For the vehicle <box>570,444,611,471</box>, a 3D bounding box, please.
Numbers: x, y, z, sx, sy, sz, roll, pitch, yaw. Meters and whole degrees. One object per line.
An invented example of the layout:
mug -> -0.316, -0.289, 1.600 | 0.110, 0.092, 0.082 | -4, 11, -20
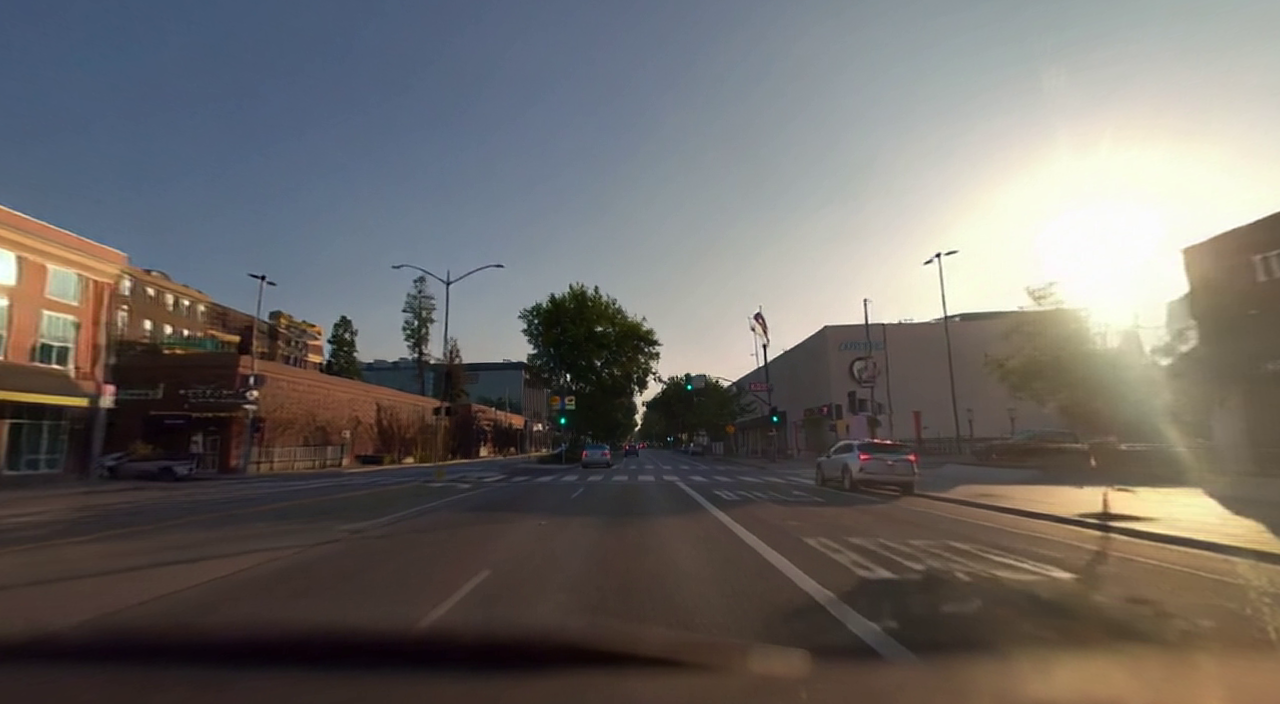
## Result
vehicle -> -2.851, 6.217, 37.246 | 2.078, 1.471, 4.217 | 0, -9, 0

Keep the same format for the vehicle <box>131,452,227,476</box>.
vehicle -> -29.482, 7.173, 40.297 | 4.644, 1.428, 1.814 | 0, -8, -1

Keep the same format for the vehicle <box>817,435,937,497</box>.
vehicle -> 7.234, 3.509, 19.804 | 1.950, 1.686, 4.509 | 1, -9, -1

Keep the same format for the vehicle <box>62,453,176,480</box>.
vehicle -> -30.219, 6.639, 36.643 | 4.686, 1.463, 2.065 | 1, -9, -3
